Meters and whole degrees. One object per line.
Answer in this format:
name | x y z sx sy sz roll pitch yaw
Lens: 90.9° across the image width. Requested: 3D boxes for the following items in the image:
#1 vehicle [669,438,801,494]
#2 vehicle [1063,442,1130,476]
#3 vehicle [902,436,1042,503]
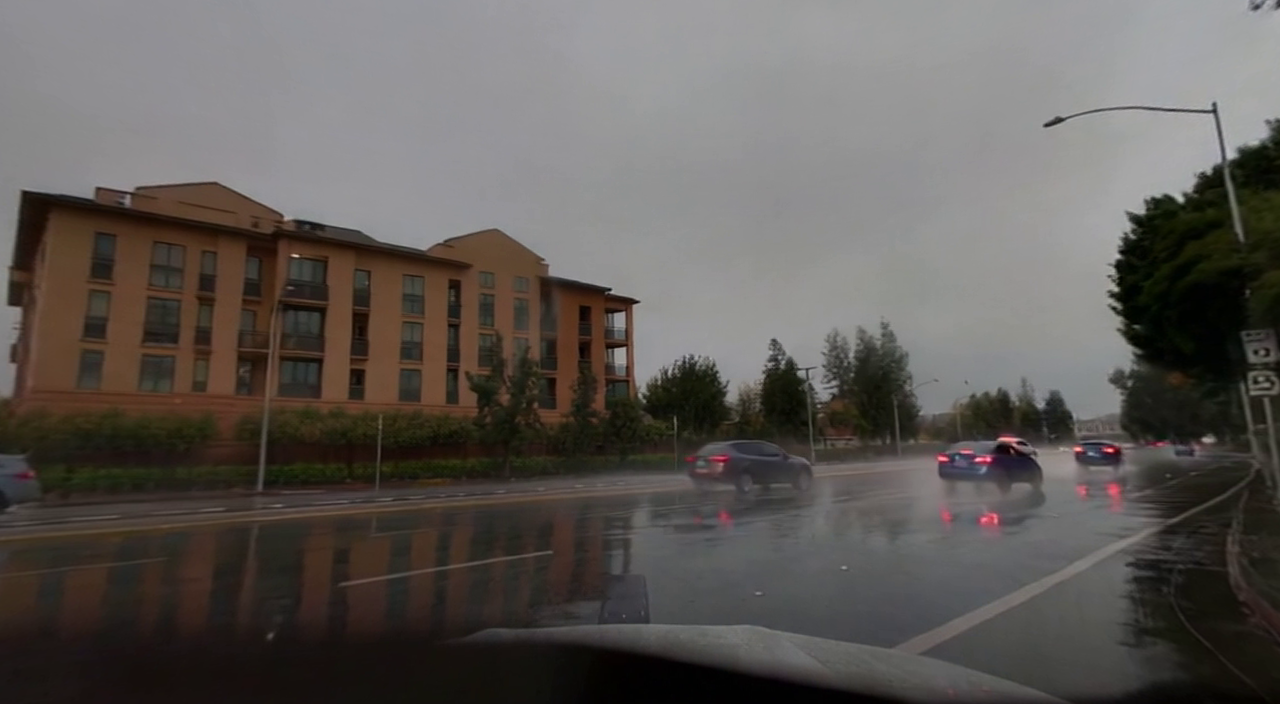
vehicle | 3.335 3.802 21.492 1.989 1.662 4.846 -8 -12 43
vehicle | 23.380 5.426 32.231 2.033 1.625 4.438 -8 -12 43
vehicle | 9.631 3.273 18.095 2.199 1.652 4.783 -8 -12 43
